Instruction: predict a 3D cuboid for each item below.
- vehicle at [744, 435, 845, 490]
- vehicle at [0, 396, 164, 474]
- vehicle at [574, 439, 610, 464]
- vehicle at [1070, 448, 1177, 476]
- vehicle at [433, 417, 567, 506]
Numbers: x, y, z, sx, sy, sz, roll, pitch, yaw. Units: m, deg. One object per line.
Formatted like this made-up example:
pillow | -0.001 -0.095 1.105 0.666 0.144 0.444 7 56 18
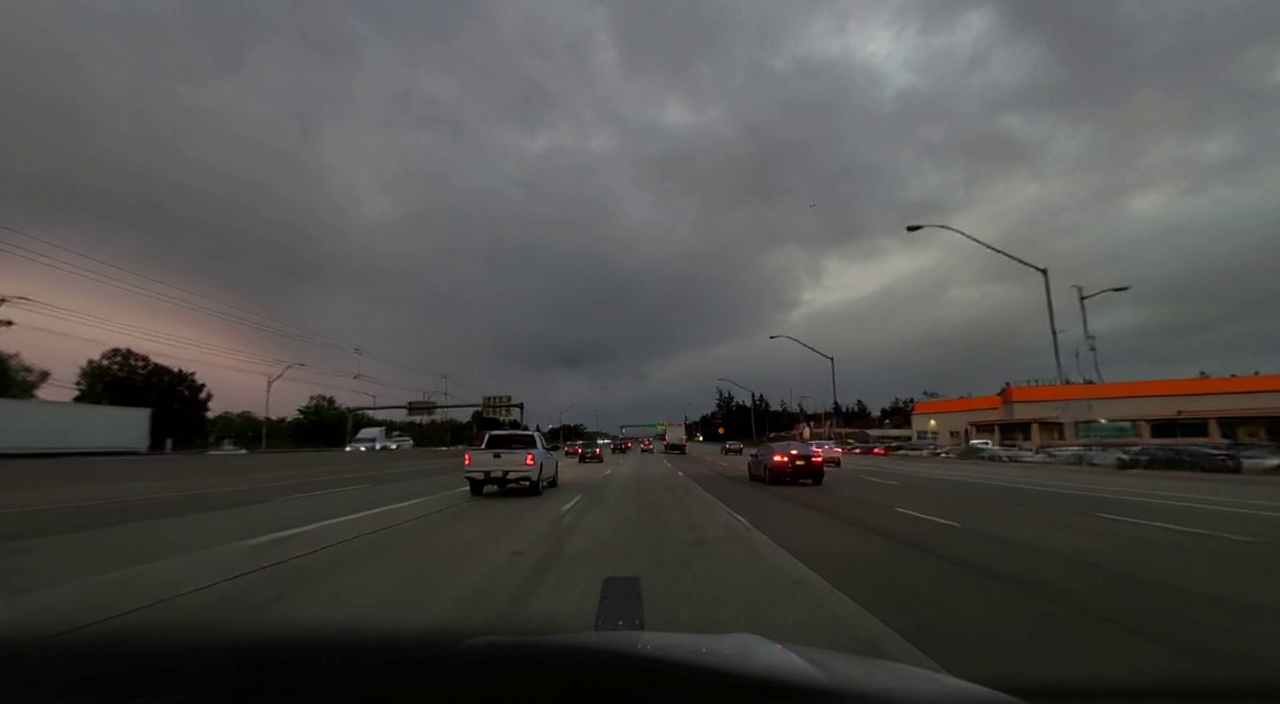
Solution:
vehicle | 4.686 3.412 19.832 1.980 1.501 4.433 0 -8 -1
vehicle | -33.931 4.571 34.543 2.895 3.931 15.650 0 -9 3
vehicle | -3.024 6.403 40.676 1.929 1.521 4.097 0 -9 1
vehicle | 36.128 8.215 47.168 5.875 1.851 2.305 -3 -9 2
vehicle | -3.147 2.587 15.278 2.130 1.799 4.583 0 -9 1
